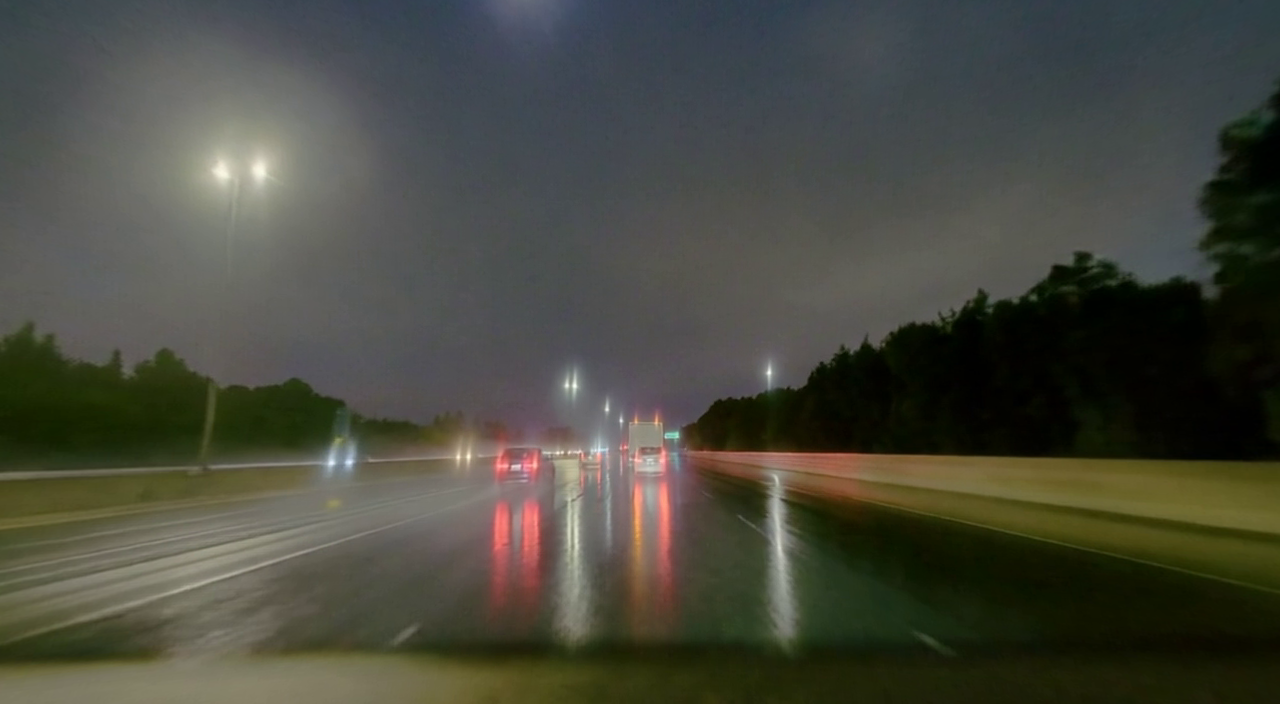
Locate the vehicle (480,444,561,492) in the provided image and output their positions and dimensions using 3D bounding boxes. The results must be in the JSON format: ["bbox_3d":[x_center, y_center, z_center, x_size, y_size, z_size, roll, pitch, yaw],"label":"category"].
[{"bbox_3d":[-4.089,4.050,22.234,1.940,1.502,4.463,-1,-9,0],"label":"vehicle"}]

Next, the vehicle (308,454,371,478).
[{"bbox_3d":[-20.367,7.752,42.755,1.921,1.485,4.671,-1,-9,1],"label":"vehicle"}]

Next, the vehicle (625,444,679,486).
[{"bbox_3d":[0.439,4.549,25.538,2.015,1.526,4.286,0,-9,0],"label":"vehicle"}]
